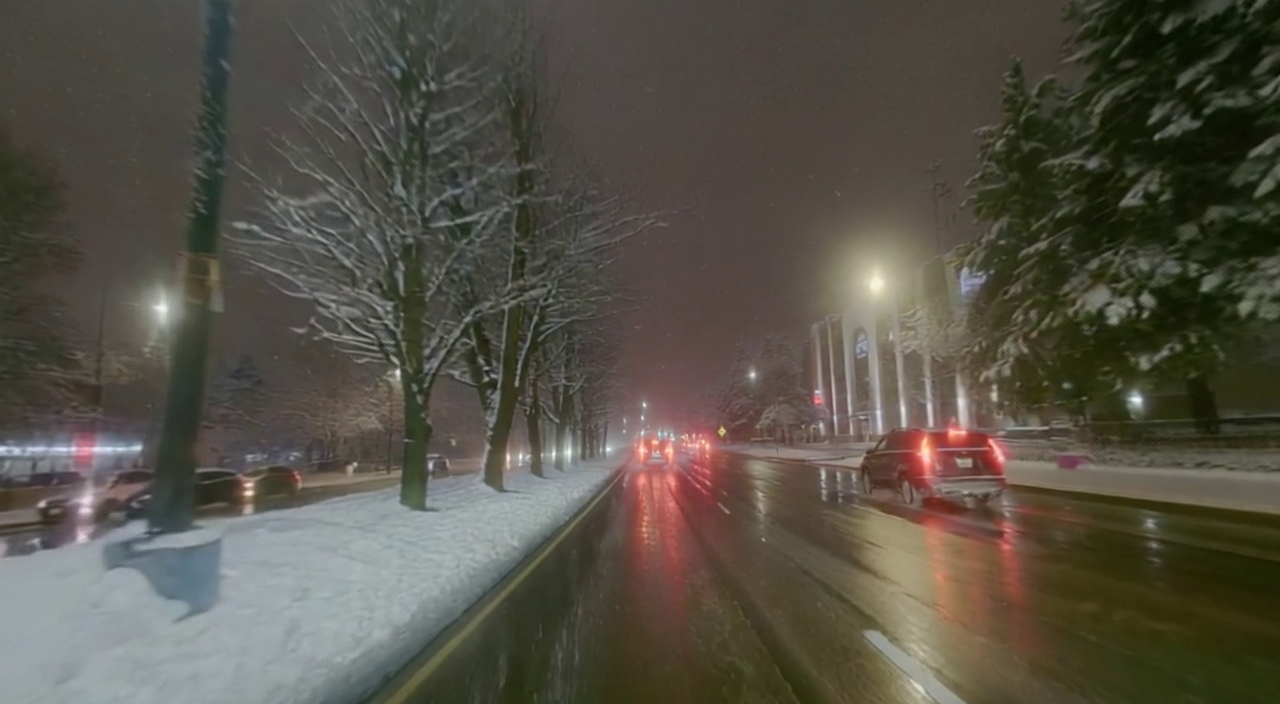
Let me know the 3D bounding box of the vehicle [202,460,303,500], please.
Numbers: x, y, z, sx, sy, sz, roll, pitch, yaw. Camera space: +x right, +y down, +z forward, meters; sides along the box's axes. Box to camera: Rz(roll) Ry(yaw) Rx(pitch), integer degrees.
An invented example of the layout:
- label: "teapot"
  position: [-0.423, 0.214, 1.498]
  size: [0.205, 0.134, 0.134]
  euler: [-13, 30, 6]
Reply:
- label: "vehicle"
  position: [-18.312, 6.029, 30.088]
  size: [1.866, 1.659, 4.597]
  euler: [0, -9, 0]

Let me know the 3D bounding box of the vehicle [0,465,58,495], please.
- label: "vehicle"
  position: [-39.207, 7.919, 39.118]
  size: [4.082, 1.666, 1.947]
  euler: [0, -9, 0]

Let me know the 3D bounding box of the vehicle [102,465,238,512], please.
- label: "vehicle"
  position: [-18.464, 5.344, 25.097]
  size: [1.817, 1.540, 4.548]
  euler: [0, -9, 1]

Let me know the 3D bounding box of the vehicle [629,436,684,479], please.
- label: "vehicle"
  position: [0.652, 4.391, 26.413]
  size: [2.125, 1.669, 3.880]
  euler: [0, -9, 0]

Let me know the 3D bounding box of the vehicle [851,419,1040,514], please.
- label: "vehicle"
  position: [6.647, 2.549, 14.475]
  size: [1.963, 1.783, 4.722]
  euler: [0, -9, 0]
